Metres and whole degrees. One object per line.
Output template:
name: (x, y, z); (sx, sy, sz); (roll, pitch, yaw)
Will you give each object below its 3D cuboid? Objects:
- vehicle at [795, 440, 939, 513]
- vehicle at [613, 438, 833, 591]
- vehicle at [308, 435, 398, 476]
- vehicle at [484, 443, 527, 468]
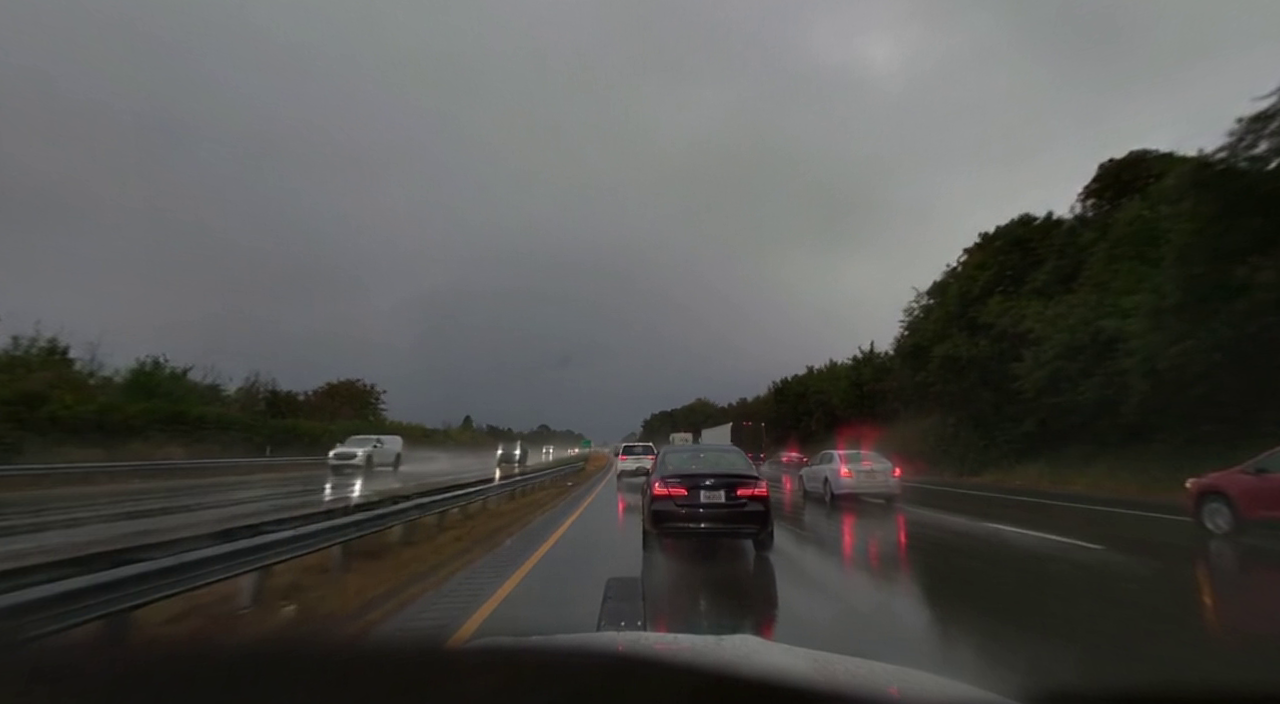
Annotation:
vehicle: (5.308, 2.953, 15.410); (1.908, 1.500, 4.157); (0, -9, -1)
vehicle: (0.740, 1.843, 7.927); (2.094, 1.426, 3.725); (0, -9, -2)
vehicle: (-12.875, 4.670, 28.607); (1.991, 1.677, 4.499); (0, -9, -1)
vehicle: (-8.557, 6.645, 40.425); (1.865, 1.479, 3.882); (-1, -9, 1)
